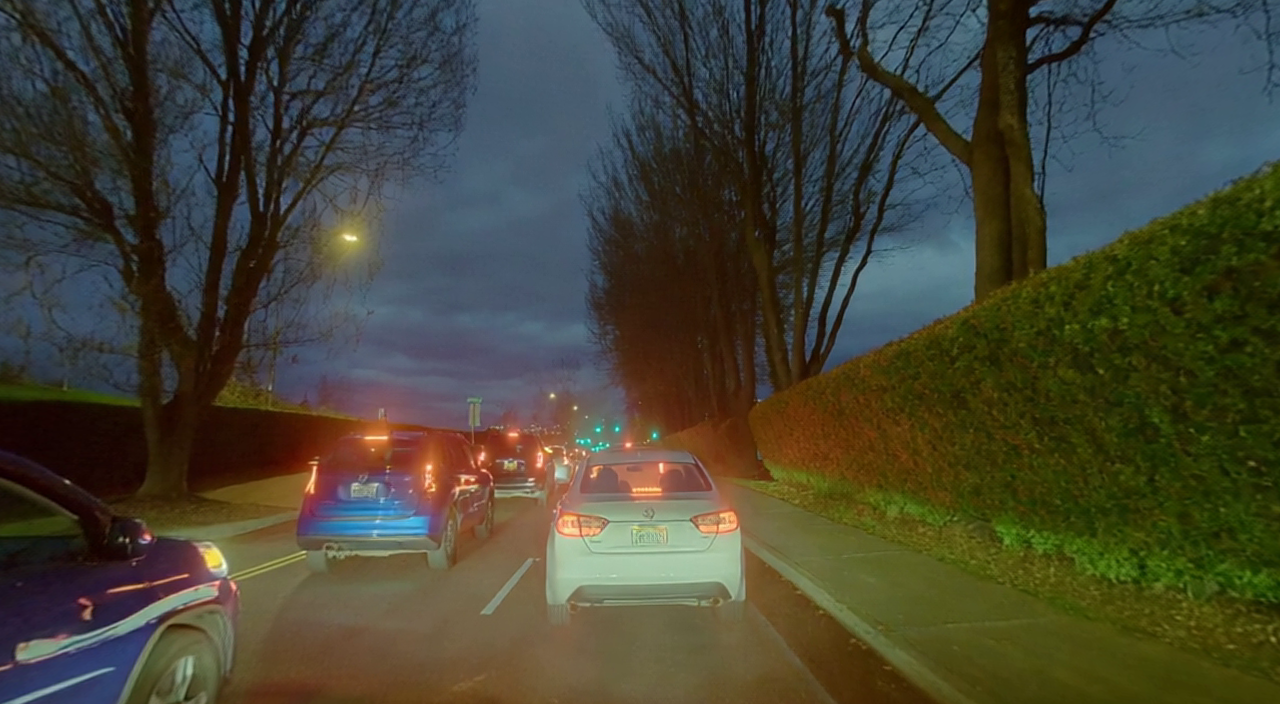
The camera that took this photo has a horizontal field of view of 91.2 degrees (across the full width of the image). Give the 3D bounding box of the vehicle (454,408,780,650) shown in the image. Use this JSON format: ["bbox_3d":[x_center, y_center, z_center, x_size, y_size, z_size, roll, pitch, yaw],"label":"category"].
[{"bbox_3d":[-0.177,1.489,6.240,2.154,1.581,4.007,0,-9,-1],"label":"vehicle"}]

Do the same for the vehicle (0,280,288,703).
[{"bbox_3d":[-3.282,0.671,1.265,2.205,1.913,5.327,-6,-8,-2],"label":"vehicle"}]

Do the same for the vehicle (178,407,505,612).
[{"bbox_3d":[-3.403,1.841,8.304,2.256,1.728,4.421,-6,-8,-2],"label":"vehicle"}]
